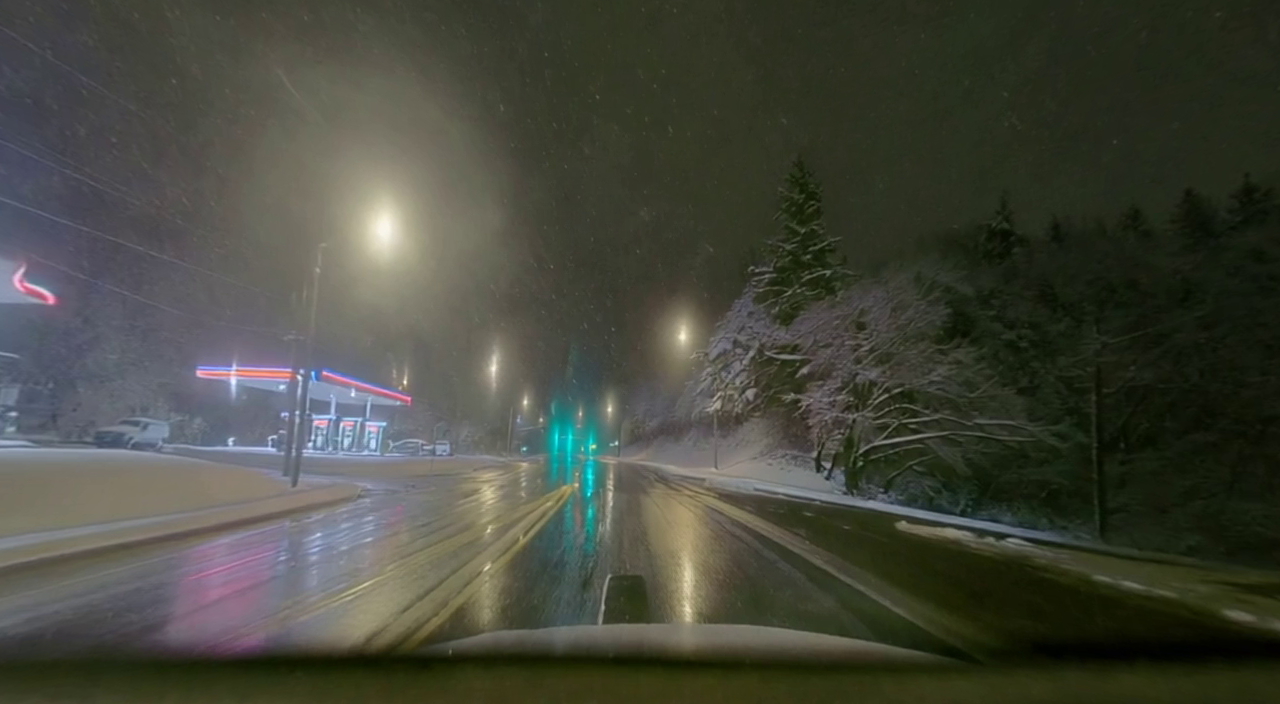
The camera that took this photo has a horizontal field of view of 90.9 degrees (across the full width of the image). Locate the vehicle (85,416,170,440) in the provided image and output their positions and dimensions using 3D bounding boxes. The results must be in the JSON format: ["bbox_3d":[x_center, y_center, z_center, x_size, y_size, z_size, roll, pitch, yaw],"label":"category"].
[{"bbox_3d":[-34.830,5.183,42.907,4.399,1.566,1.882,-2,-9,9],"label":"vehicle"}]
